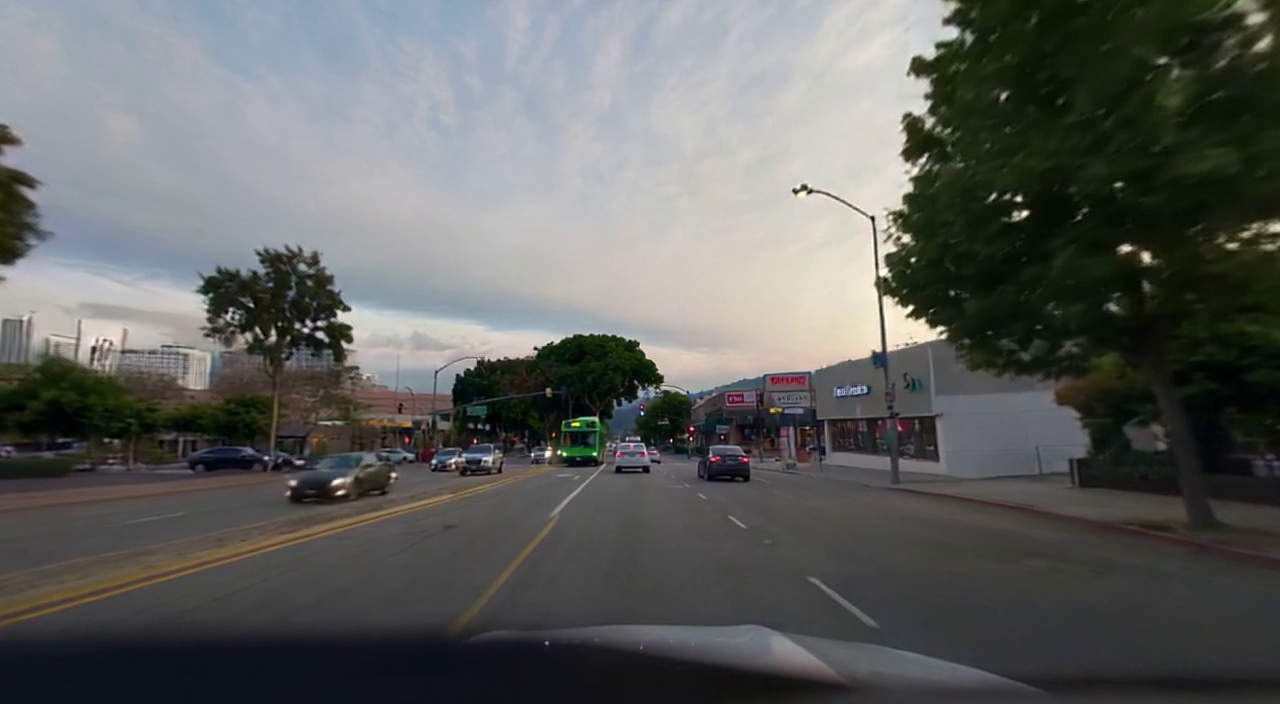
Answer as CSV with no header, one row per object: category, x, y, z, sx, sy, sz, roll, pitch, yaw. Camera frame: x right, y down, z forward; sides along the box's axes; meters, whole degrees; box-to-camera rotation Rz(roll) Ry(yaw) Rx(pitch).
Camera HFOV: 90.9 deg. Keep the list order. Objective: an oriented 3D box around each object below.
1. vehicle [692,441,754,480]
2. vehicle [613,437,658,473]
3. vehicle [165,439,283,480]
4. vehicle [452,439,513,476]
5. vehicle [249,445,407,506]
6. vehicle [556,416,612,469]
vehicle,3.478,4.666,27.304,2.046,1.540,3.883,0,-8,-2
vehicle,-0.289,5.634,34.775,2.301,1.837,4.411,0,-8,-2
vehicle,-22.276,5.787,34.218,2.306,1.967,6.392,1,-9,-3
vehicle,-8.519,5.723,34.547,2.154,1.832,4.820,0,-8,-1
vehicle,-8.386,3.321,17.495,2.228,1.476,4.162,0,-8,0
vehicle,-3.759,6.564,45.692,3.018,3.217,13.998,0,-8,-1
